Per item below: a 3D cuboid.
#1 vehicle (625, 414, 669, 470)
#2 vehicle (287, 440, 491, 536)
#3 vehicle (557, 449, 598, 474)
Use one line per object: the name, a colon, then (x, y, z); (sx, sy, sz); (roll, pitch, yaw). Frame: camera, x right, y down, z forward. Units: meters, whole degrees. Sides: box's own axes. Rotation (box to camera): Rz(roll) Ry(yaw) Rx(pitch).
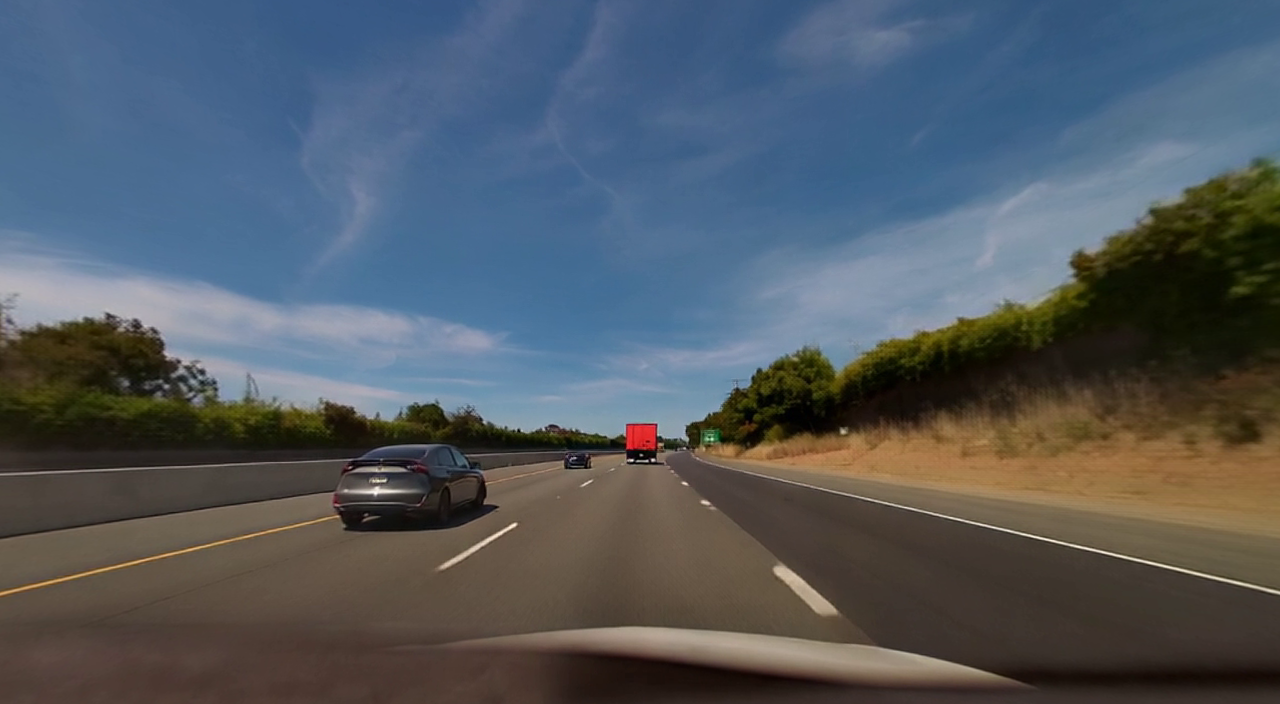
vehicle: (0.429, 6.678, 46.387); (2.893, 3.628, 9.081); (0, -9, 0)
vehicle: (-4.422, 2.457, 12.015); (2.010, 1.461, 4.391); (0, -9, 1)
vehicle: (-3.799, 6.704, 38.803); (1.981, 1.435, 4.199); (0, -9, 1)
